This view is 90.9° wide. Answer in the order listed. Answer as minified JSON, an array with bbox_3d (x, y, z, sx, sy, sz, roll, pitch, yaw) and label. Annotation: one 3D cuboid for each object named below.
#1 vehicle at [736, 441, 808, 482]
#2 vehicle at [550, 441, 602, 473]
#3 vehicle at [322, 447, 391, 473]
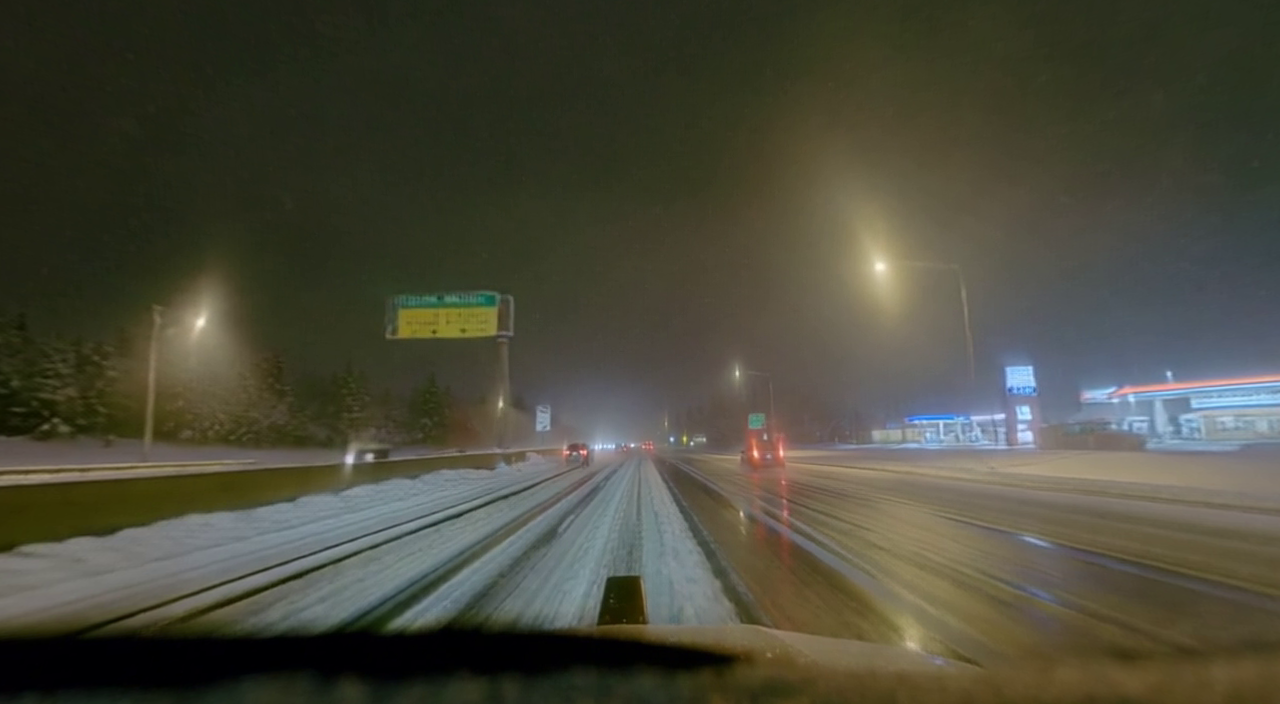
[{"bbox_3d":[5.161,4.318,25.305,1.909,1.467,4.940,0,-8,1],"label":"vehicle"},{"bbox_3d":[-3.167,5.290,32.074,2.114,1.510,4.186,0,-8,1],"label":"vehicle"},{"bbox_3d":[-17.288,6.575,38.713,2.005,1.493,4.780,0,-8,0],"label":"vehicle"}]
